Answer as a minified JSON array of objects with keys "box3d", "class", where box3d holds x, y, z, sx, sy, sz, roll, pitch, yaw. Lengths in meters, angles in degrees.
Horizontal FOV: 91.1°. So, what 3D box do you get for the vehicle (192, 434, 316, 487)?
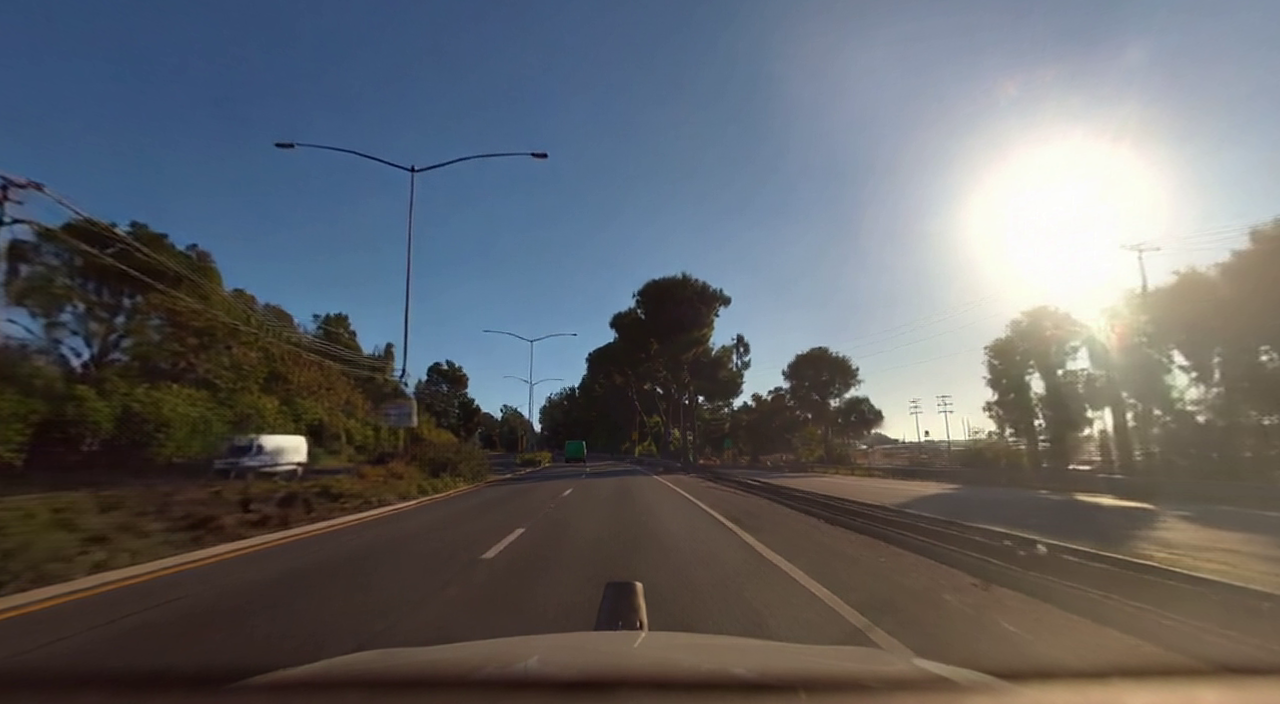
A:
[{"box3d":[-14.680,4.137,24.265,2.084,1.806,4.332,0,-9,-2],"class":"vehicle"}]
